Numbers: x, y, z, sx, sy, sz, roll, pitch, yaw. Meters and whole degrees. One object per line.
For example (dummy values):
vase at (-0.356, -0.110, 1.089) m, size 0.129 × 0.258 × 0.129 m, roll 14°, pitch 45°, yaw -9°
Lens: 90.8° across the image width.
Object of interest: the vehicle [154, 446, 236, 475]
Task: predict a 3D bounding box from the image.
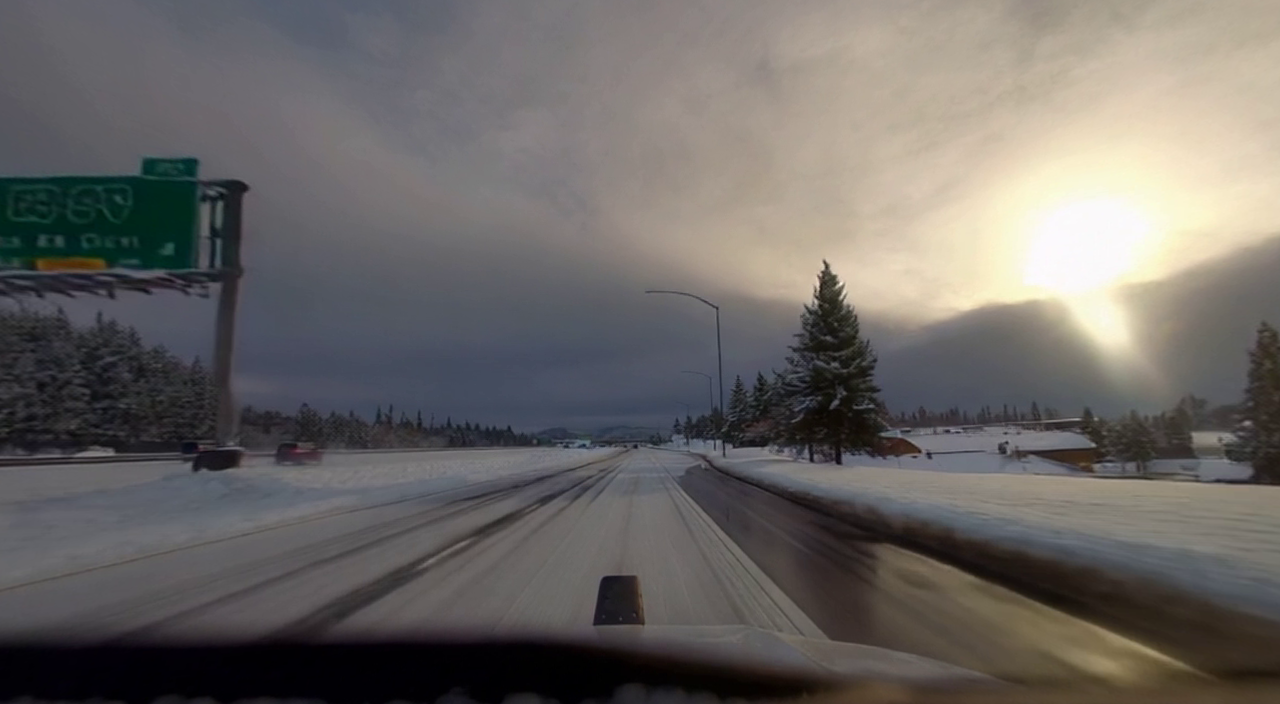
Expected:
vehicle at (-25.156, 6.132, 35.939) m, size 1.829 × 1.520 × 4.505 m, roll 1°, pitch -9°, yaw -7°

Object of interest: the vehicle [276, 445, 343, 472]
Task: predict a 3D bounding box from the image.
vehicle at (-20.428, 6.570, 39.241) m, size 2.271 × 1.537 × 4.029 m, roll 1°, pitch -9°, yaw -6°
